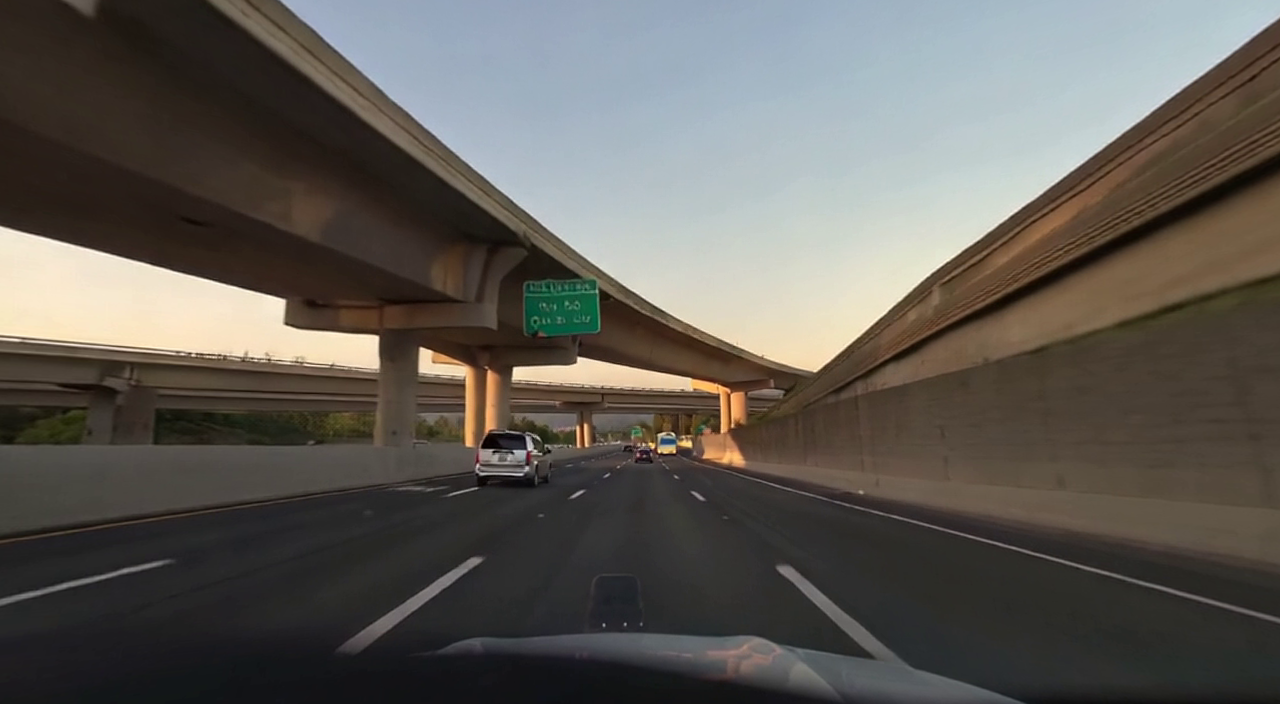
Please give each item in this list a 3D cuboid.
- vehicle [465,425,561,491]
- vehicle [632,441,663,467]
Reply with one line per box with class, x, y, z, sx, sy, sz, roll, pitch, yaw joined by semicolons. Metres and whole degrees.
vehicle;-4.043;3.487;21.008;2.147;1.918;4.834;0;-9;1
vehicle;0.499;7.173;44.426;2.052;1.711;4.223;0;-9;0
